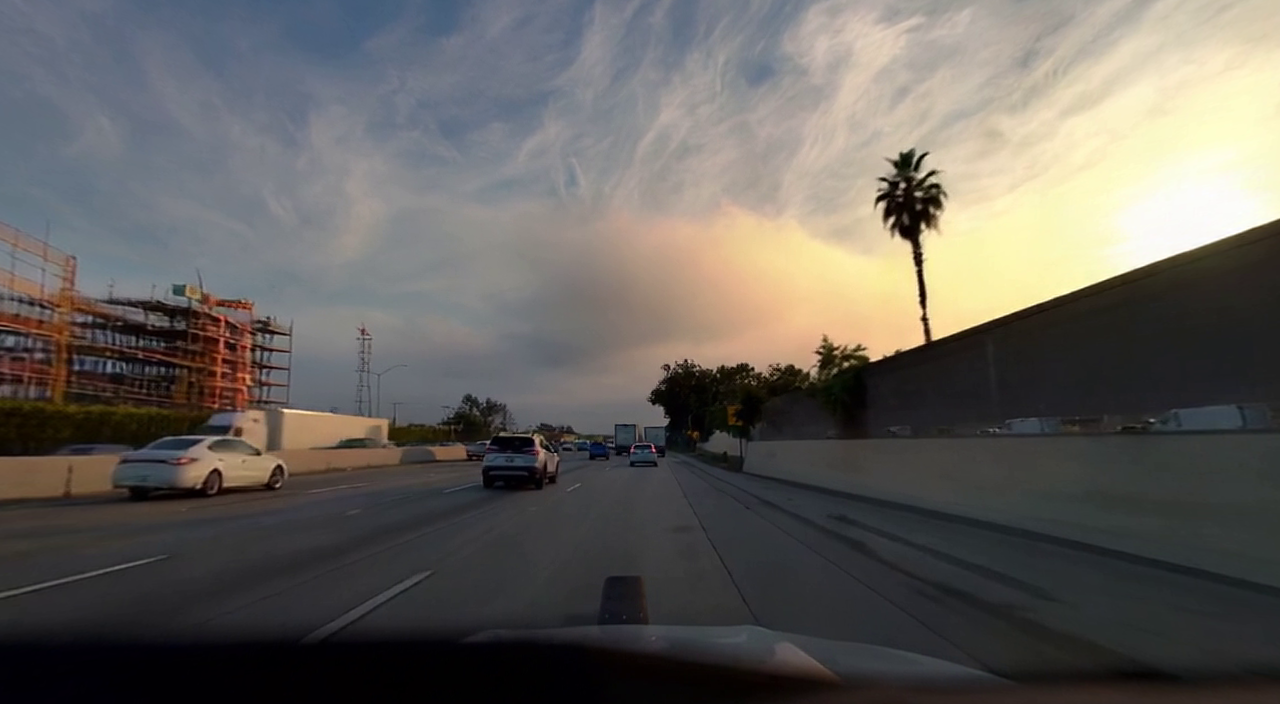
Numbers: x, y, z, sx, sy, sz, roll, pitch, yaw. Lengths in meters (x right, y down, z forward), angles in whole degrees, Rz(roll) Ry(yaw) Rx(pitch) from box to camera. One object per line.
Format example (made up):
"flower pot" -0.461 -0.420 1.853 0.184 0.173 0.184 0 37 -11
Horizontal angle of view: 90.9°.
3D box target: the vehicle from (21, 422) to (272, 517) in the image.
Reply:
"vehicle" -10.945 2.619 14.588 2.007 1.815 4.558 0 -8 2

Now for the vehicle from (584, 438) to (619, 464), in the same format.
"vehicle" -2.949 7.740 49.463 2.203 1.958 4.848 -1 -8 3

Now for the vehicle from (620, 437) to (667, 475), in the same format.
"vehicle" 0.206 5.044 30.787 2.136 1.678 4.052 0 -8 2

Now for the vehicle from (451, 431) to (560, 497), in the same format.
"vehicle" -3.861 3.301 19.012 2.108 1.740 4.549 -1 -8 2
